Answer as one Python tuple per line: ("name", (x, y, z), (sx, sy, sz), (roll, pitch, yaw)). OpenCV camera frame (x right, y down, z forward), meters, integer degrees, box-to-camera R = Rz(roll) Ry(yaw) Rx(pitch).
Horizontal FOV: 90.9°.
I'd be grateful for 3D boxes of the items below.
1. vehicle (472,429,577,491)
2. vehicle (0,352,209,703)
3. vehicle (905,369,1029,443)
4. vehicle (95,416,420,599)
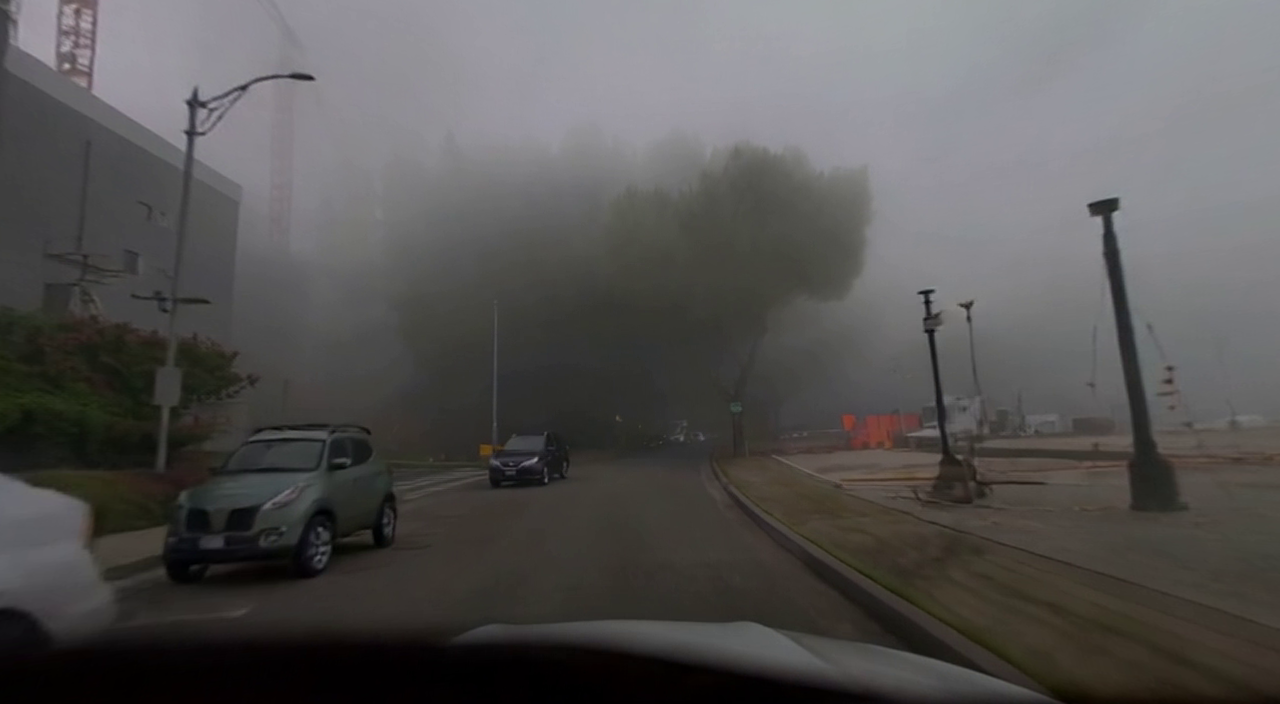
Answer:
("vehicle", (-3.351, 3.208, 19.243), (1.967, 1.646, 4.192), (-1, -8, 7))
("vehicle", (-3.466, 0.726, 1.459), (2.026, 1.699, 4.224), (0, -8, -2))
("vehicle", (19.280, 3.498, 38.114), (3.031, 3.863, 9.734), (-1, -8, 5))
("vehicle", (-3.937, 1.575, 7.114), (1.736, 1.610, 2.874), (0, -8, 3))
